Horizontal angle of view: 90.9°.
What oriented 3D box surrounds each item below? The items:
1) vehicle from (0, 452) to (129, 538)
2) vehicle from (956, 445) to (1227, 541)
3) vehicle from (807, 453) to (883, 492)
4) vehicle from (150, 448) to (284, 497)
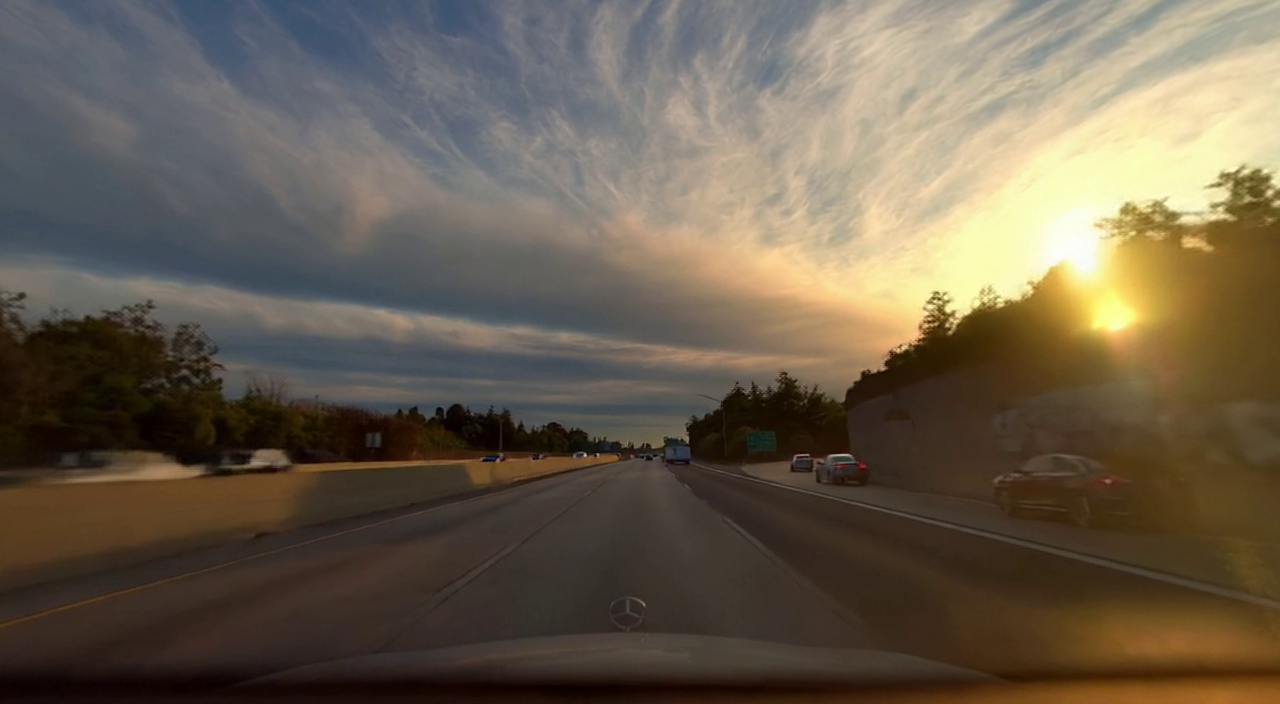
[{"bbox_3d":[-11.928,2.512,11.166,1.957,1.454,4.414,0,-9,1],"label":"vehicle"},{"bbox_3d":[8.278,2.587,12.251,1.907,1.495,4.517,0,-9,0],"label":"vehicle"},{"bbox_3d":[8.582,5.039,26.788,1.842,1.475,4.479,0,-9,2],"label":"vehicle"},{"bbox_3d":[-15.955,4.543,24.107,2.031,1.693,4.355,0,-9,1],"label":"vehicle"}]
